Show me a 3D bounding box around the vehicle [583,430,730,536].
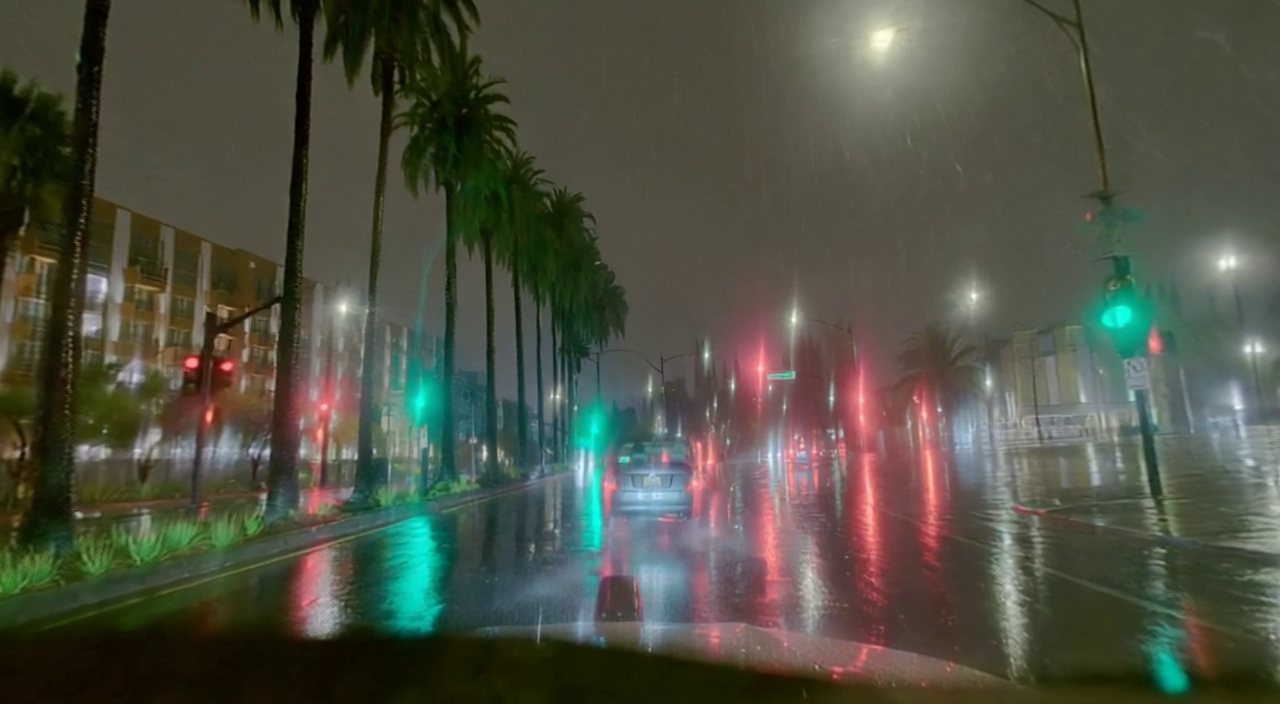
[{"bbox_3d":[0.347,2.180,11.143,2.096,1.492,4.071,-1,-8,3],"label":"vehicle"}]

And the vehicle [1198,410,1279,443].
[{"bbox_3d":[36.509,4.460,37.658,5.049,1.861,2.081,2,-9,-12],"label":"vehicle"}]
